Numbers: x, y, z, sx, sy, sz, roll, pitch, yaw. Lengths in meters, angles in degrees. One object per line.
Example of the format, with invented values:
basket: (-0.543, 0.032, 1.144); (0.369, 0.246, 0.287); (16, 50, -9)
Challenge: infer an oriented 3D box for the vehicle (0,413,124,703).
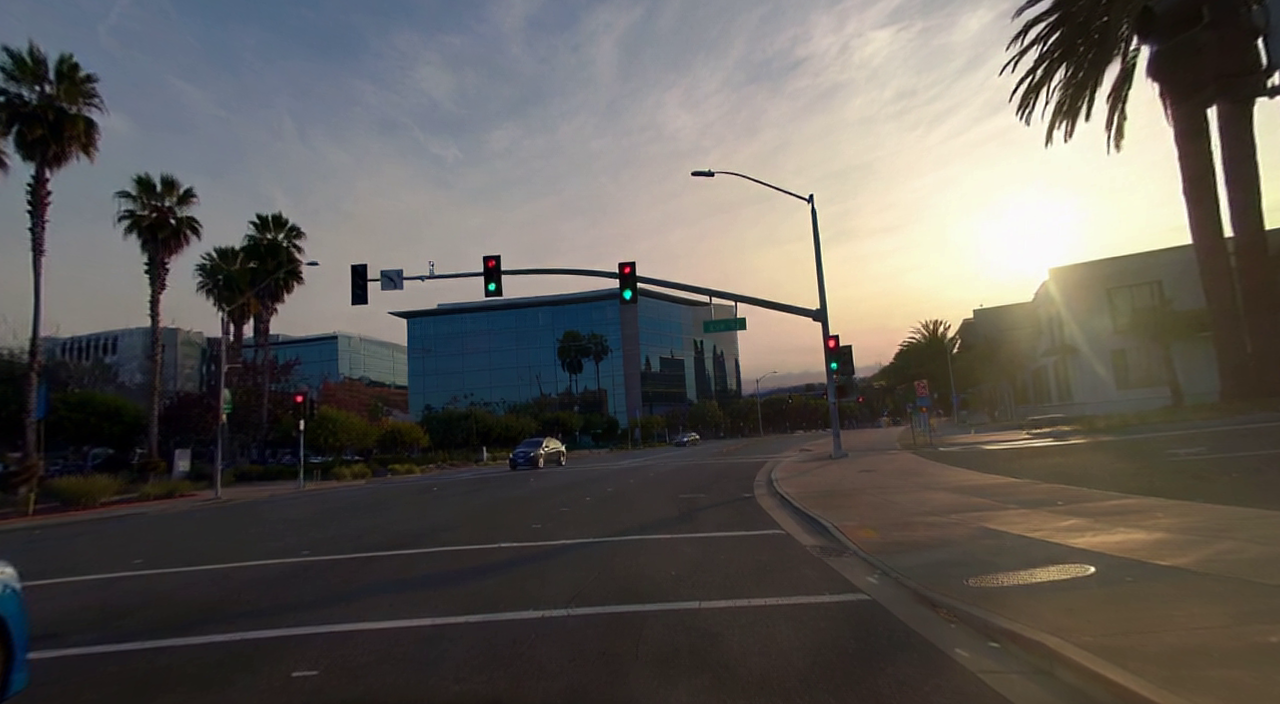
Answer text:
vehicle: (-3.334, 0.709, 0.506); (2.071, 1.482, 4.446); (0, -9, 0)

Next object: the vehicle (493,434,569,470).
vehicle: (-5.682, 5.301, 33.636); (2.181, 1.792, 4.648); (-3, -9, 16)
